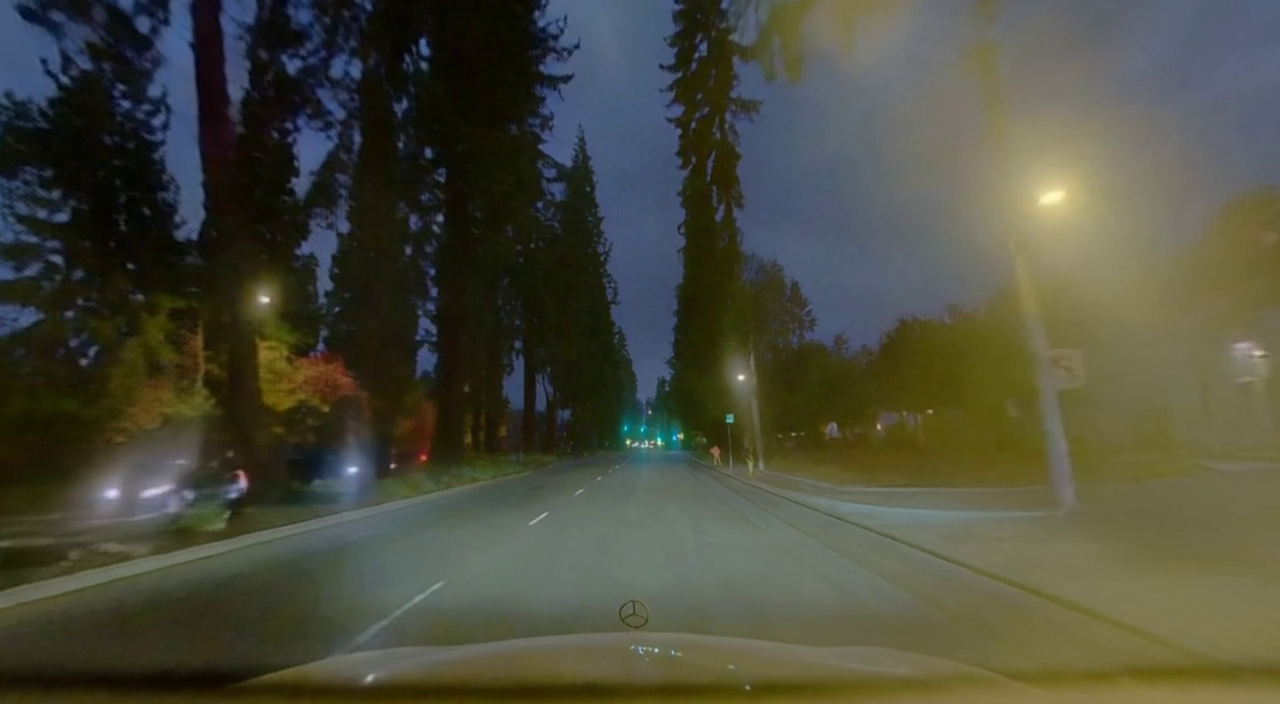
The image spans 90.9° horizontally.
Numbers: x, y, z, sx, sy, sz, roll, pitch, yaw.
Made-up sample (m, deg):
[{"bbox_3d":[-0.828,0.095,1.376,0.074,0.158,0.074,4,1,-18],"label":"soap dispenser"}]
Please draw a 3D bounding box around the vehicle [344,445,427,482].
[{"bbox_3d":[-12.242,5.352,30.702,2.193,1.628,4.560,0,-8,-1],"label":"vehicle"}]

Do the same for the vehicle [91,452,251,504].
[{"bbox_3d":[-15.236,4.069,20.866,1.942,1.481,4.412,0,-8,-1],"label":"vehicle"}]
